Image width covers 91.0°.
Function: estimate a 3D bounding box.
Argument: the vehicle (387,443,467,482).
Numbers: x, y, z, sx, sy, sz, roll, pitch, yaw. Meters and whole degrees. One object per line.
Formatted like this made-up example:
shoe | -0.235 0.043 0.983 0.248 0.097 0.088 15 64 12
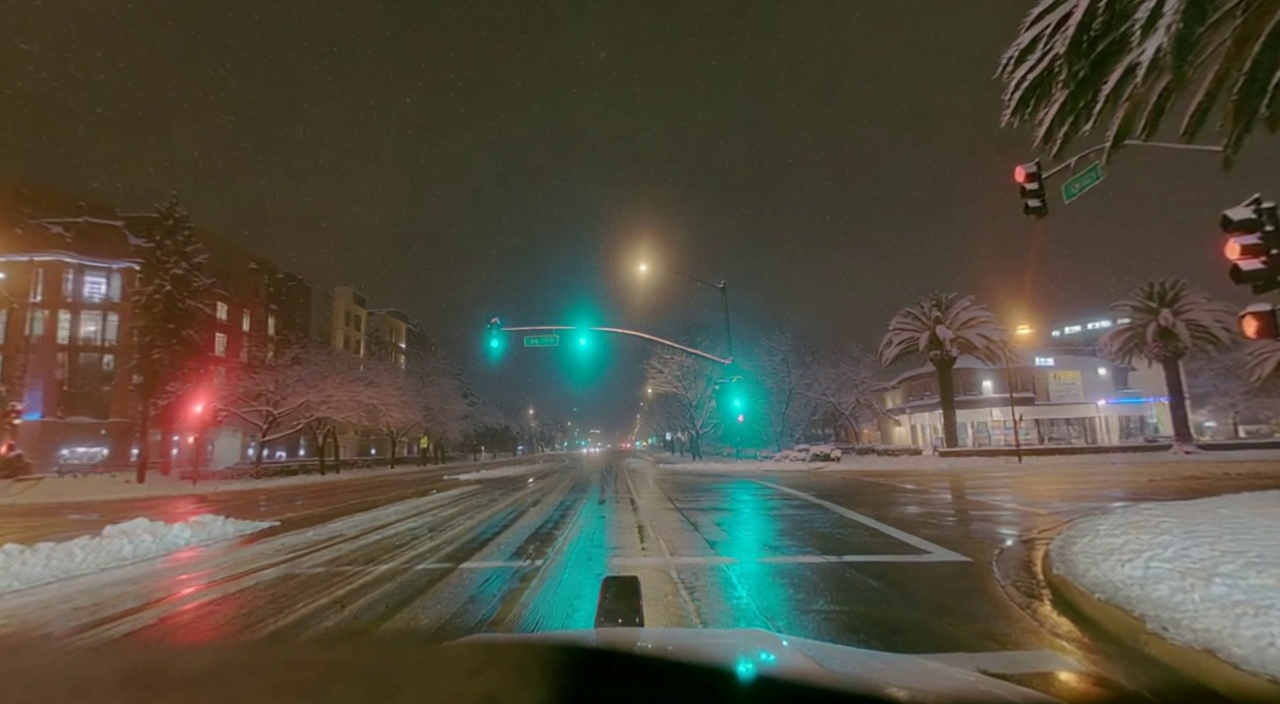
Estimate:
vehicle | -10.737 5.594 32.195 2.270 1.833 4.860 0 -9 1
